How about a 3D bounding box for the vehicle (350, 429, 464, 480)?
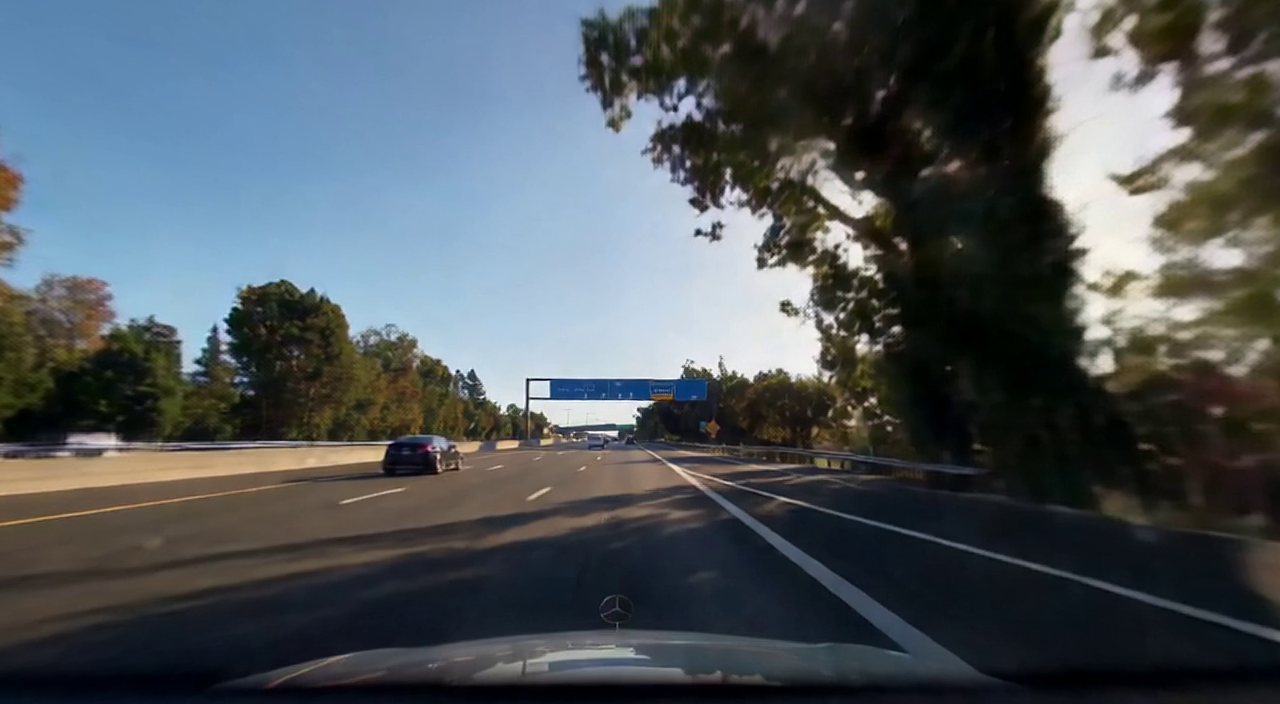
[{"bbox_3d":[-8.094,3.594,22.547,2.092,1.574,5.251,0,-8,0],"label":"vehicle"}]
